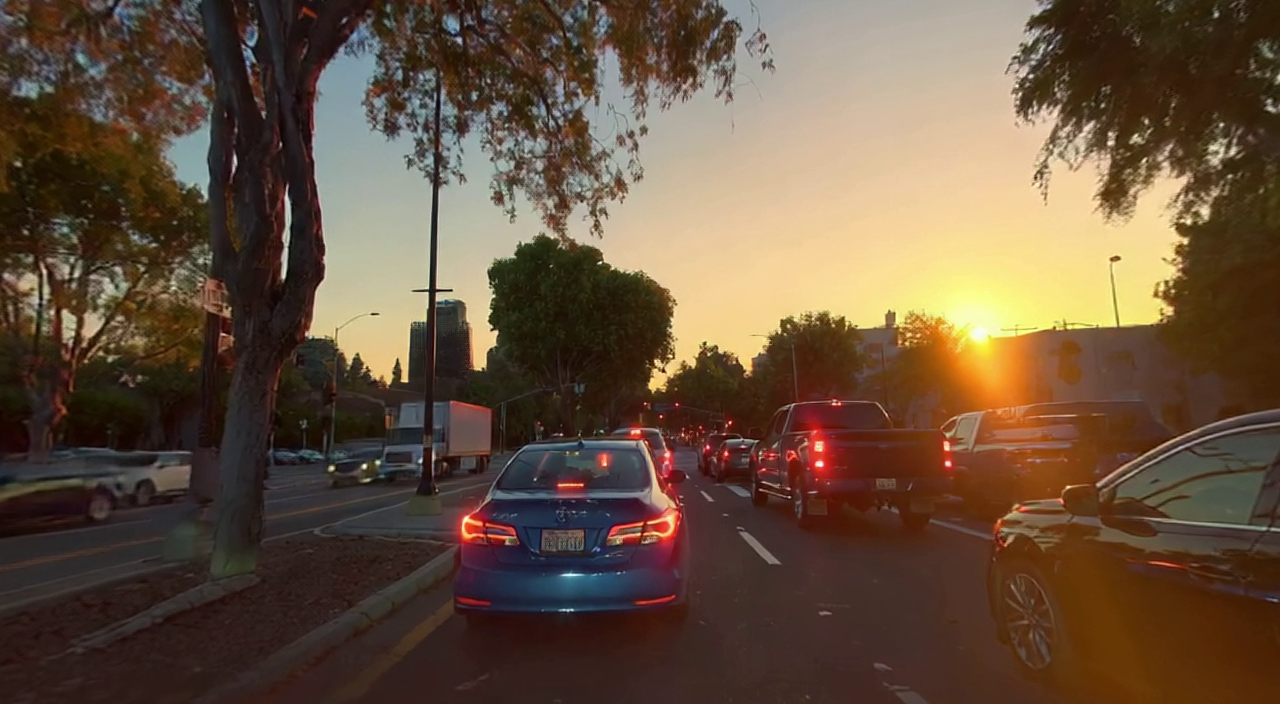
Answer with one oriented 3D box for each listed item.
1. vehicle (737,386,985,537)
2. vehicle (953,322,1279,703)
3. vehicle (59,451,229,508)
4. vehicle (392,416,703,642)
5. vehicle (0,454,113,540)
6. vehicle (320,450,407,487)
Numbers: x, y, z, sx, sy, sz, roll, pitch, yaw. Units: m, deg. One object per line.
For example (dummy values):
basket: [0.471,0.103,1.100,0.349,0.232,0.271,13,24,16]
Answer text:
vehicle: [3.528,1.948,11.687,2.444,2.098,5.766,0,-8,-1]
vehicle: [3.158,0.755,2.067,1.982,1.709,4.427,0,-9,1]
vehicle: [-16.306,4.168,21.015,1.937,1.650,4.465,0,-9,2]
vehicle: [-0.576,1.499,6.336,2.111,1.506,4.018,0,-9,2]
vehicle: [-12.614,2.706,11.725,1.907,1.522,4.115,0,-9,0]
vehicle: [-12.482,5.249,28.645,2.055,1.524,4.074,0,-9,1]
